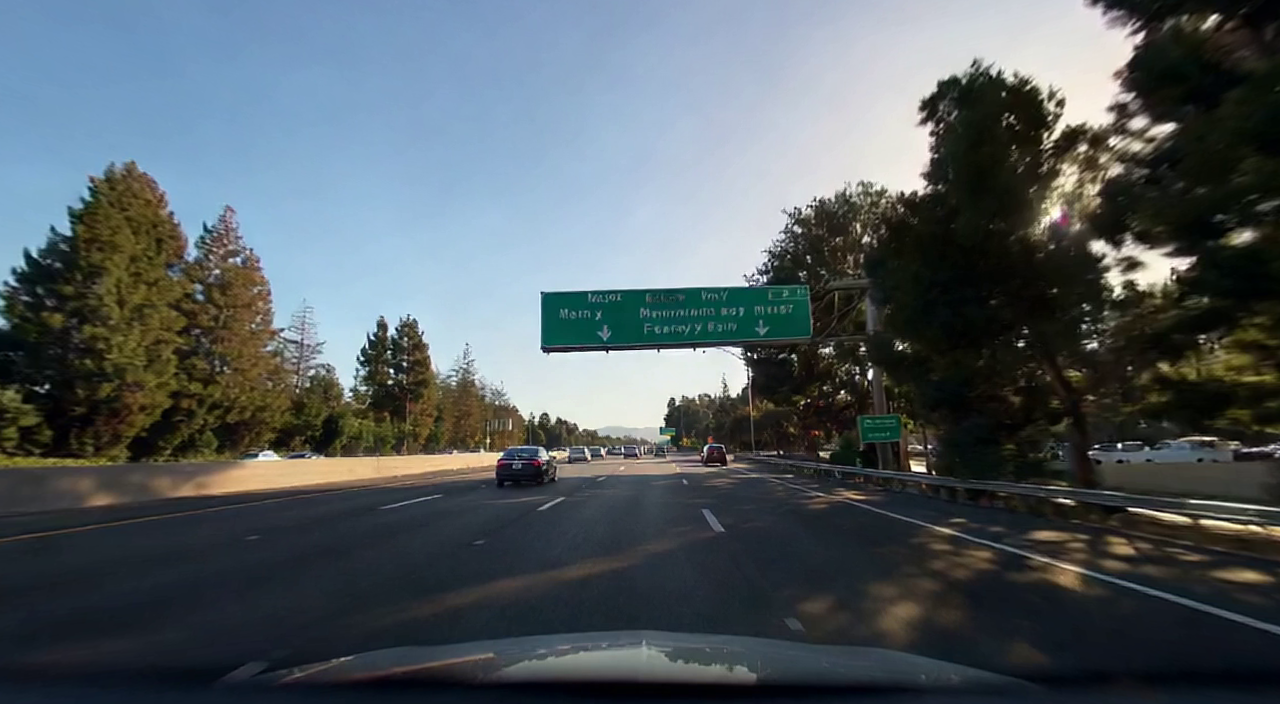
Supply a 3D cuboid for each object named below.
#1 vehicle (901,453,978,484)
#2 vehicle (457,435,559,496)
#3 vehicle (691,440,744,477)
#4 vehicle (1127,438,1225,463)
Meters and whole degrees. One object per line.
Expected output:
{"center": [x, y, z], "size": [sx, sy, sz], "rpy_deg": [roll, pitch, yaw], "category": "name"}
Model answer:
{"center": [15.828, 6.152, 33.620], "size": [1.941, 1.475, 4.406], "rpy_deg": [0, -8, 1], "category": "vehicle"}
{"center": [-4.064, 3.583, 20.333], "size": [2.196, 1.733, 4.355], "rpy_deg": [-1, -8, 2], "category": "vehicle"}
{"center": [3.776, 5.269, 31.548], "size": [2.229, 1.704, 4.392], "rpy_deg": [0, -8, 2], "category": "vehicle"}
{"center": [36.100, 6.668, 42.567], "size": [4.671, 1.619, 2.080], "rpy_deg": [0, -8, 1], "category": "vehicle"}
